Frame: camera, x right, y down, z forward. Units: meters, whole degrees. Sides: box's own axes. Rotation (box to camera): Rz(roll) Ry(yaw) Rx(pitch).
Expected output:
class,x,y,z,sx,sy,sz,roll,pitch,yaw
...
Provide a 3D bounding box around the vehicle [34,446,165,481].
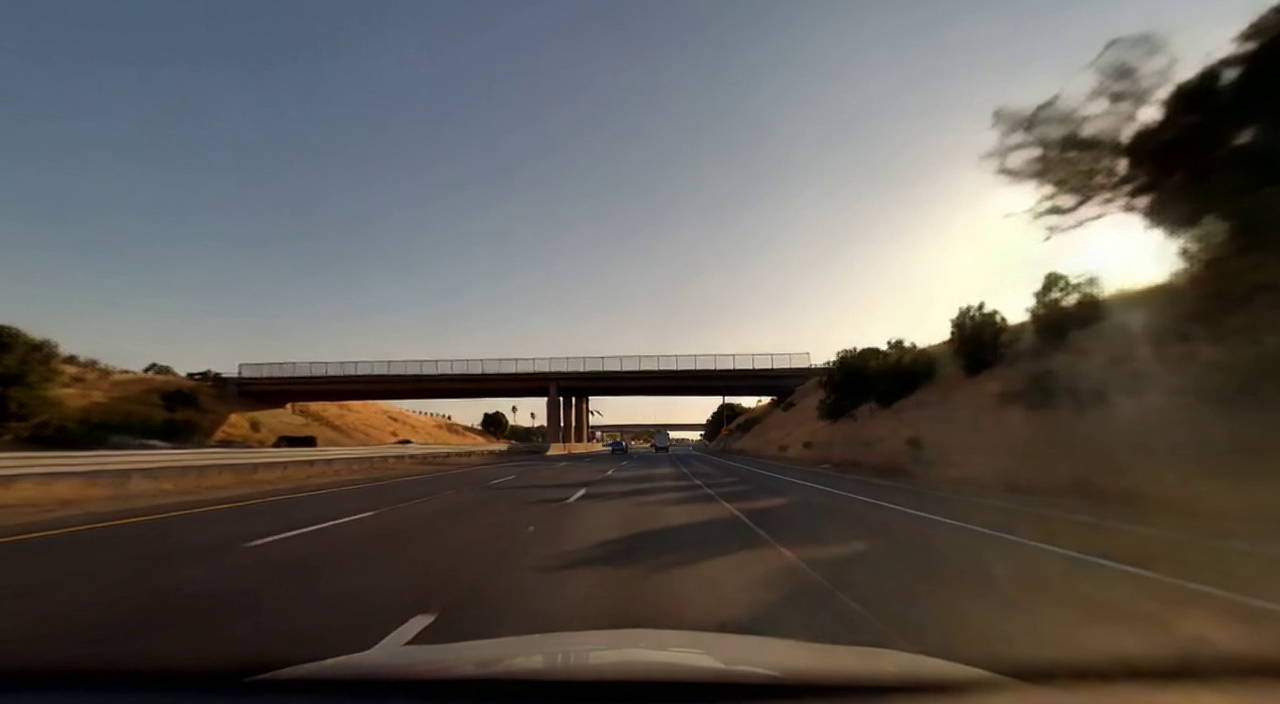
class,x,y,z,sx,sy,sz,roll,pitch,yaw
vehicle,-24.256,4.997,28.556,1.869,1.454,4.509,0,-9,1
